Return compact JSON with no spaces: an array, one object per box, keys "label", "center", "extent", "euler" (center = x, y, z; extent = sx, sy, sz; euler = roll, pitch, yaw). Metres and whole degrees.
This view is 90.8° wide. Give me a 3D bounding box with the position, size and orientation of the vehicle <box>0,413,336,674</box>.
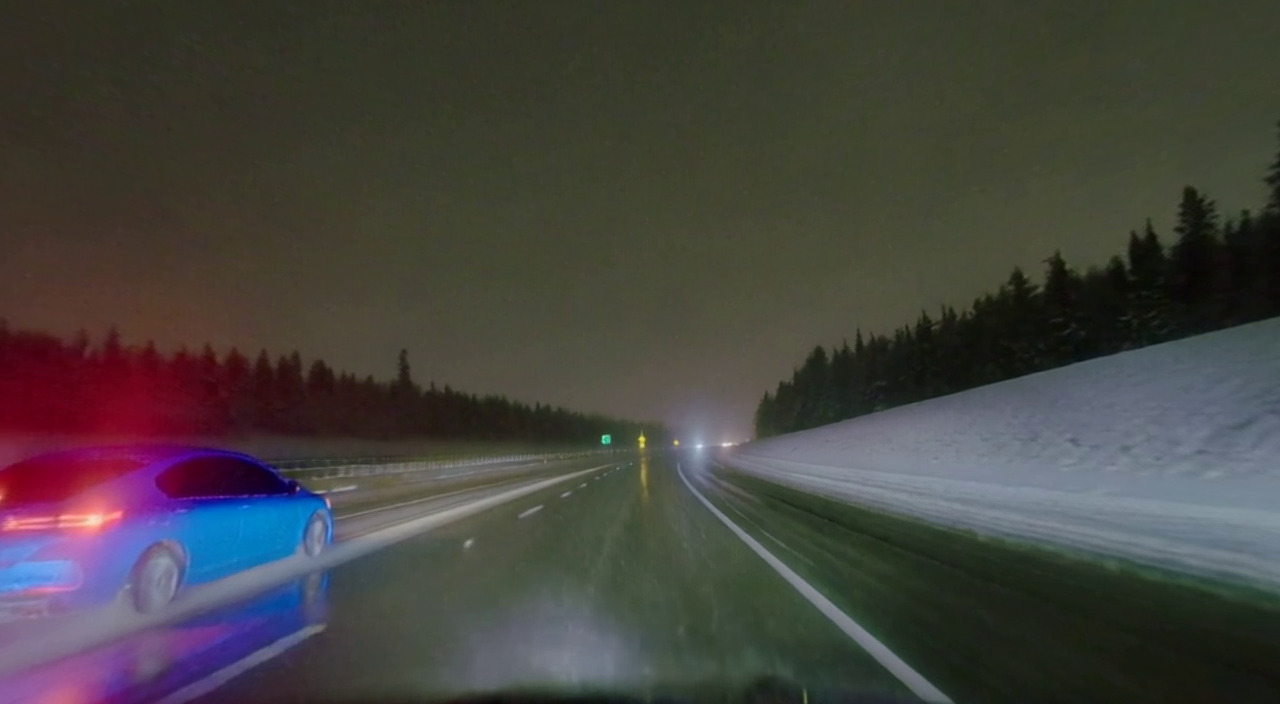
[{"label":"vehicle","center":[-4.624,1.401,5.611],"extent":[1.928,1.504,3.745],"euler":[0,-9,0]}]
